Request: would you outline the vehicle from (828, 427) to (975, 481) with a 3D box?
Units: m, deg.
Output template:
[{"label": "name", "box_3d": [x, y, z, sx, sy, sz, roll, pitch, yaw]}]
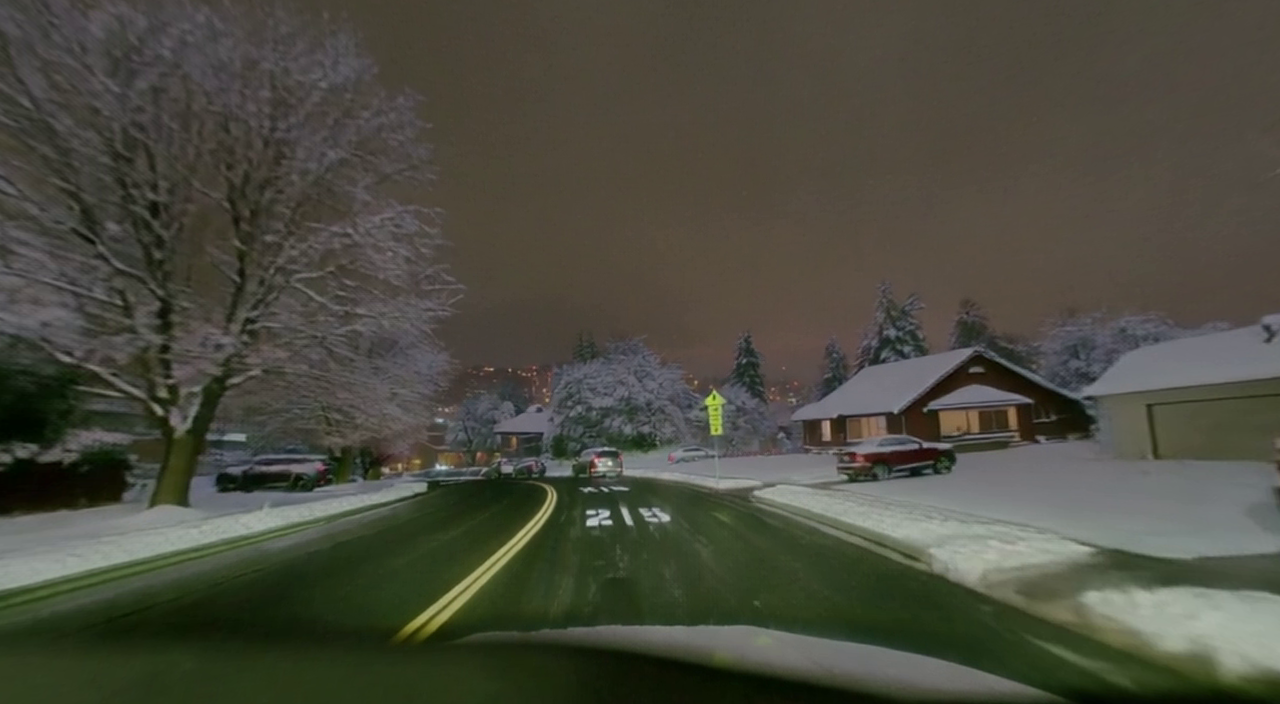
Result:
[{"label": "vehicle", "box_3d": [8.900, 3.452, 21.598, 4.284, 1.522, 1.893, -1, -8, -17]}]

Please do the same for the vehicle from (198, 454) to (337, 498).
[{"label": "vehicle", "box_3d": [-15.170, 5.039, 26.049, 4.664, 1.580, 1.973, 3, -9, -23]}]

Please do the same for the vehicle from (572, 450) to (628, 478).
[{"label": "vehicle", "box_3d": [-2.486, 6.670, 37.920, 2.181, 1.494, 5.023, 2, -9, -18]}]
